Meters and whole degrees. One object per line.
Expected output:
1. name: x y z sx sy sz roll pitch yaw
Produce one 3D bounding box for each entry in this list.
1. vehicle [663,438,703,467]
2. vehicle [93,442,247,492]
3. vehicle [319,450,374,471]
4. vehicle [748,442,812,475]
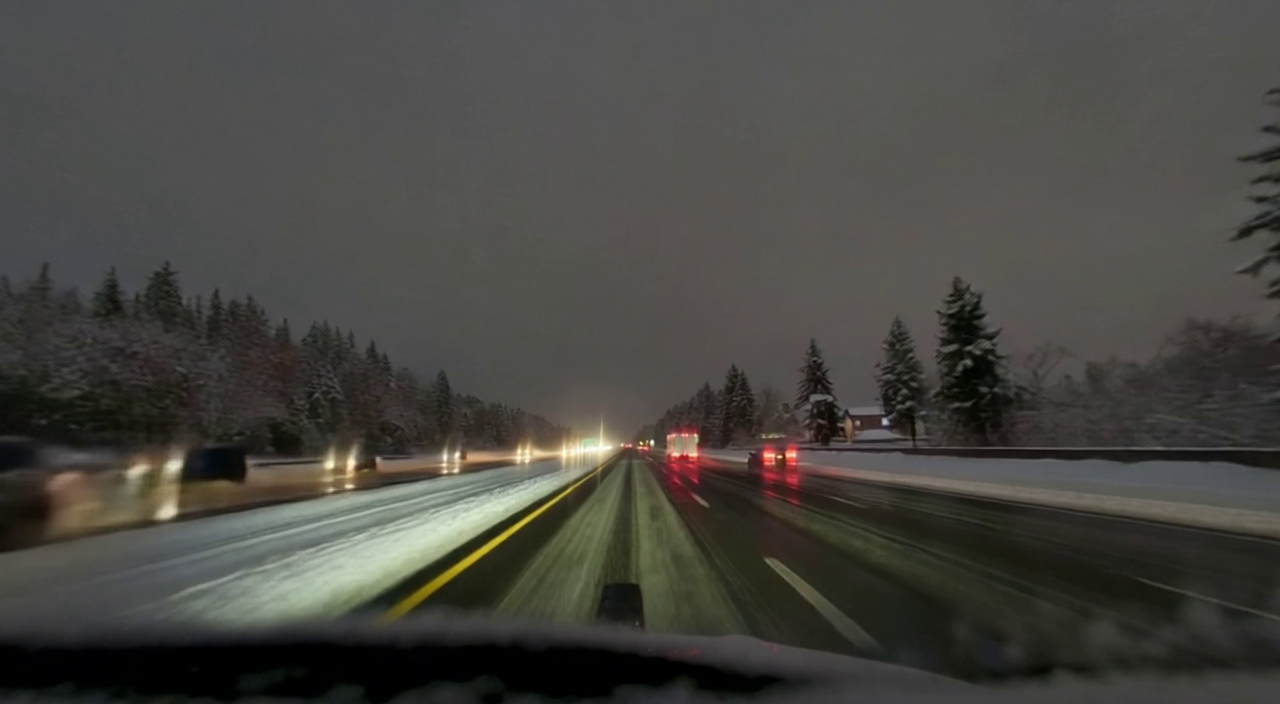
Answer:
1. vehicle: 2.847 6.824 43.097 2.258 1.824 4.908 0 -9 -1
2. vehicle: -18.643 4.567 25.512 2.113 1.784 5.421 0 -9 -1
3. vehicle: -22.560 8.345 48.743 1.912 1.513 5.034 0 -9 -1
4. vehicle: 6.567 5.044 30.133 2.009 1.456 4.097 0 -9 -1
